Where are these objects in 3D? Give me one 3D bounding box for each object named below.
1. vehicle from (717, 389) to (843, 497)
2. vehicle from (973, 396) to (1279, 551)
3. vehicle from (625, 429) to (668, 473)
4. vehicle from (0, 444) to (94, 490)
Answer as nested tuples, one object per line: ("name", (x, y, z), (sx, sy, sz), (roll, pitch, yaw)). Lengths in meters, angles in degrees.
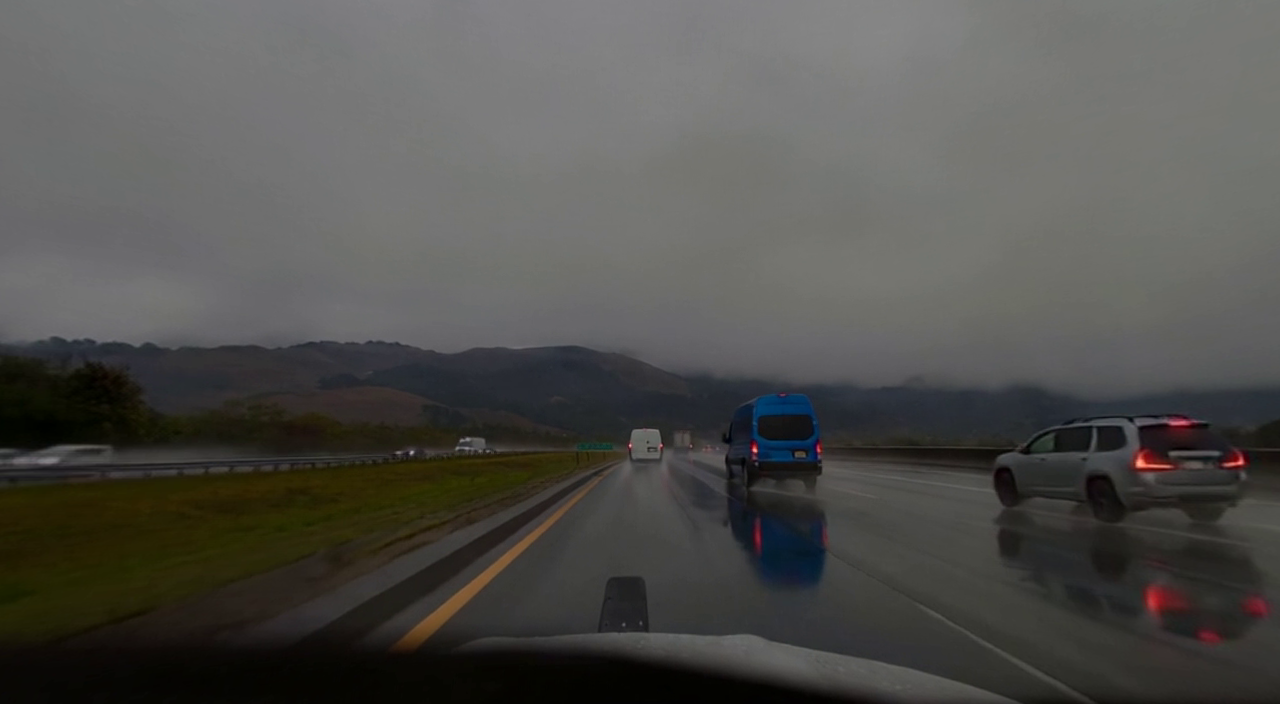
("vehicle", (3.860, 2.710, 18.826), (2.302, 2.670, 6.176), (0, -8, 0))
("vehicle", (7.935, 1.870, 10.357), (2.240, 1.925, 4.854), (0, -8, 0))
("vehicle", (0.353, 5.200, 33.288), (2.131, 2.122, 4.473), (0, -8, 1))
("vehicle", (-24.717, 4.494, 24.881), (2.012, 1.697, 4.756), (0, -8, 1))
